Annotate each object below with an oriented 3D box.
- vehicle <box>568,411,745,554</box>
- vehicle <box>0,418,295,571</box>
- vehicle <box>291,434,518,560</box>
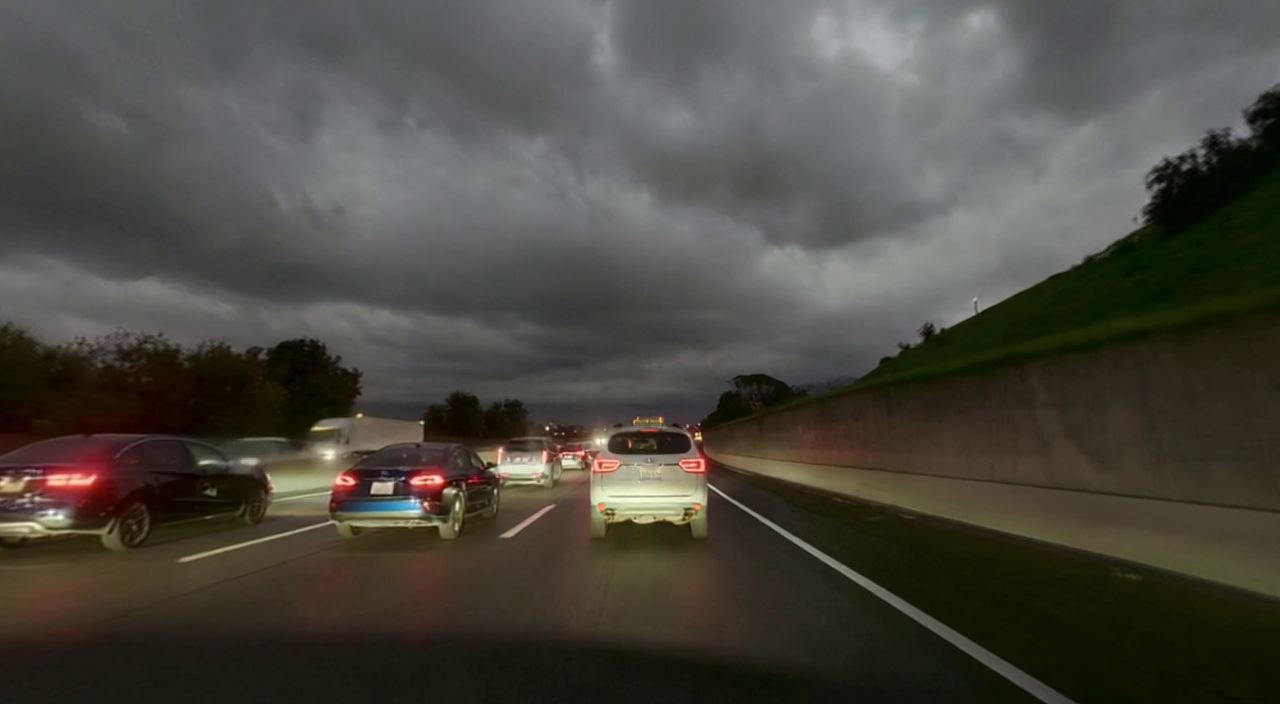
[{"bbox_3d":[0.164,2.047,10.601,2.210,1.760,5.303,0,-9,-1],"label":"vehicle"},{"bbox_3d":[-7.468,1.957,9.429,1.986,1.700,4.558,0,-9,0],"label":"vehicle"},{"bbox_3d":[-3.249,2.075,9.698,1.917,1.506,3.949,0,-9,1],"label":"vehicle"}]
